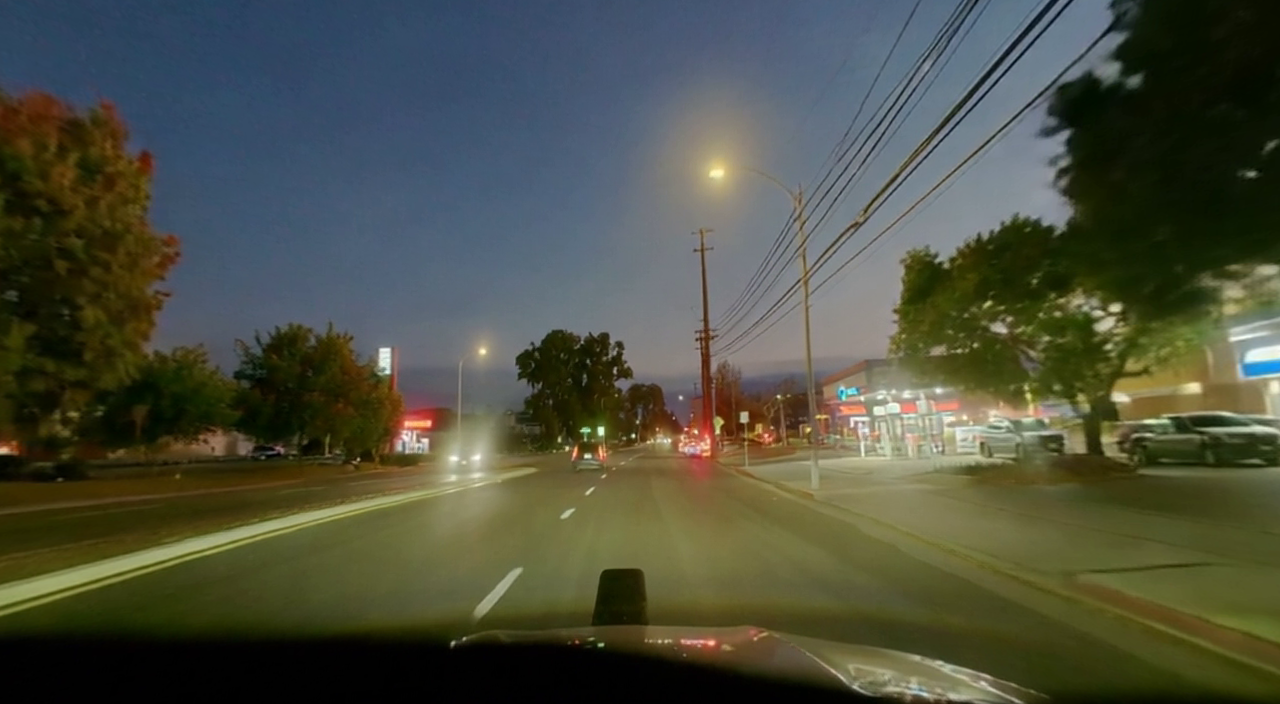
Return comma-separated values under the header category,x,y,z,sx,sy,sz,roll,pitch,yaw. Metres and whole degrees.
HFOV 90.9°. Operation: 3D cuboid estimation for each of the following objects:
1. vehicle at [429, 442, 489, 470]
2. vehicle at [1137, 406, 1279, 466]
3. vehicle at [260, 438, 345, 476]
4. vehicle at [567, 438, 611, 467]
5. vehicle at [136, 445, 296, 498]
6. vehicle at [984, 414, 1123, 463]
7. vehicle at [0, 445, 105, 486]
category,x,y,z,sx,sy,sz,roll,pitch,yaw
vehicle,-10.315,5.964,36.367,2.021,1.480,4.800,0,-8,1
vehicle,17.823,2.446,18.349,4.943,1.646,2.072,0,-8,0
vehicle,-20.612,6.346,38.449,5.575,2.142,1.996,-5,-10,33
vehicle,-2.815,5.599,35.382,2.073,1.525,3.968,0,-8,1
vehicle,-13.974,3.930,21.208,2.091,1.538,4.451,-1,-8,4
vehicle,18.327,3.819,28.306,2.020,1.972,4.983,3,-7,-16
vehicle,-22.987,4.197,23.483,4.219,1.431,1.999,0,-8,-1
